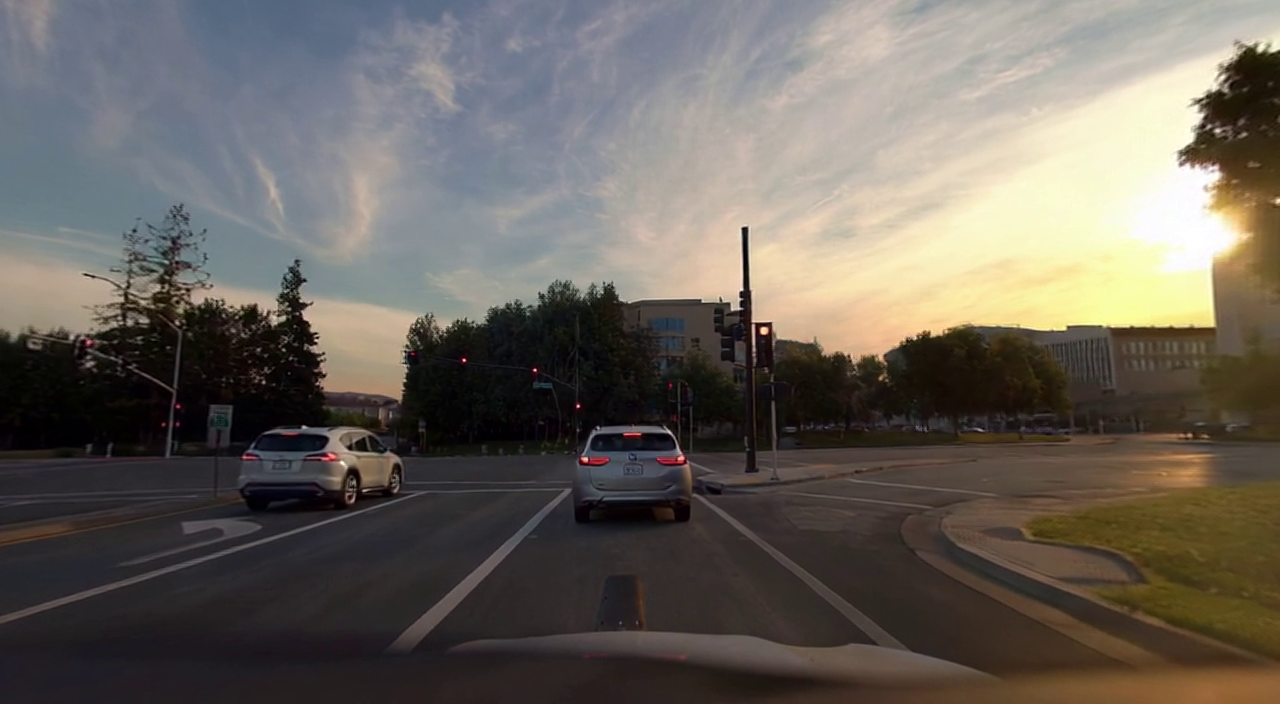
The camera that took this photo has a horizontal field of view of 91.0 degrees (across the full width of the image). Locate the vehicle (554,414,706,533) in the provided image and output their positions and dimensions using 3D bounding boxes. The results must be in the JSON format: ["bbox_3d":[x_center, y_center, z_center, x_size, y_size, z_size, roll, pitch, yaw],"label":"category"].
[{"bbox_3d":[-0.290,2.043,11.099,2.154,1.670,4.140,1,-9,-4],"label":"vehicle"}]

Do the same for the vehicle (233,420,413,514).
[{"bbox_3d":[-6.556,2.413,13.652,2.020,1.695,4.187,1,-9,-5],"label":"vehicle"}]
